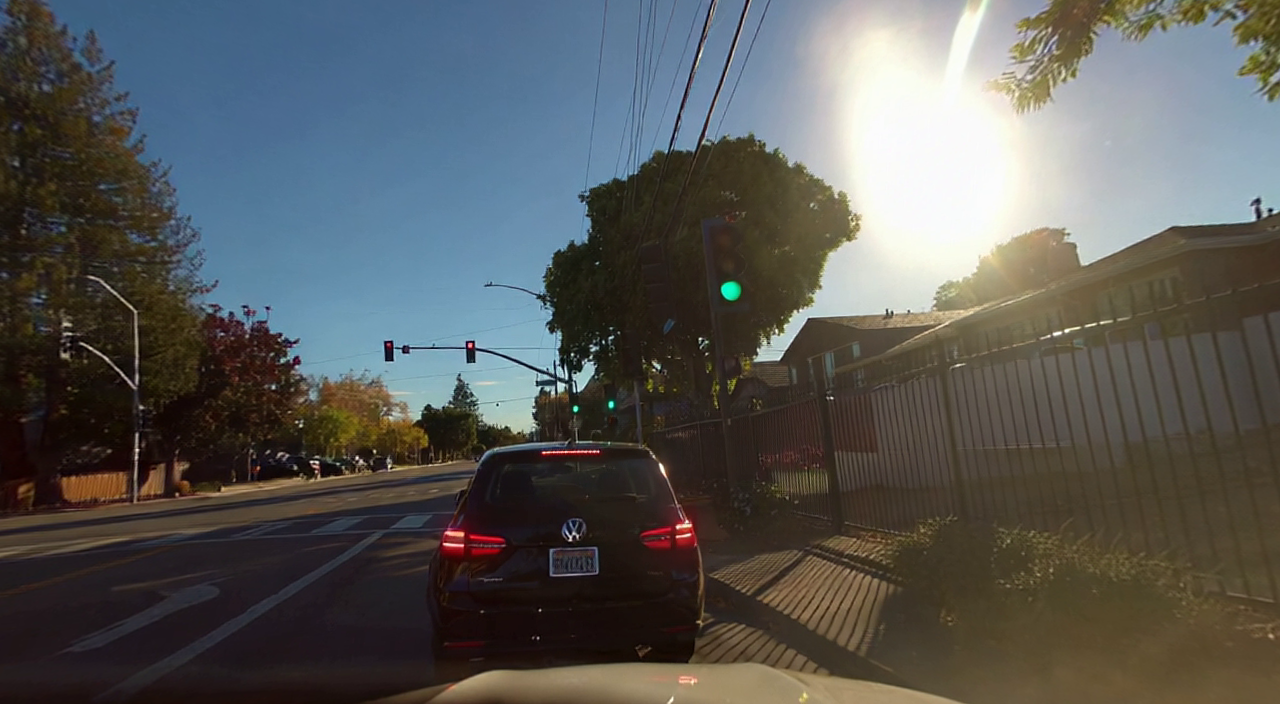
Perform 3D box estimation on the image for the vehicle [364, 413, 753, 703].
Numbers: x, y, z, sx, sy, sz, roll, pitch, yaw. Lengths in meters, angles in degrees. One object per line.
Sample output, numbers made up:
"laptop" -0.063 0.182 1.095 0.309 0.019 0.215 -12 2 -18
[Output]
"vehicle" -0.670 1.361 5.227 2.024 1.502 3.702 1 -9 -9
